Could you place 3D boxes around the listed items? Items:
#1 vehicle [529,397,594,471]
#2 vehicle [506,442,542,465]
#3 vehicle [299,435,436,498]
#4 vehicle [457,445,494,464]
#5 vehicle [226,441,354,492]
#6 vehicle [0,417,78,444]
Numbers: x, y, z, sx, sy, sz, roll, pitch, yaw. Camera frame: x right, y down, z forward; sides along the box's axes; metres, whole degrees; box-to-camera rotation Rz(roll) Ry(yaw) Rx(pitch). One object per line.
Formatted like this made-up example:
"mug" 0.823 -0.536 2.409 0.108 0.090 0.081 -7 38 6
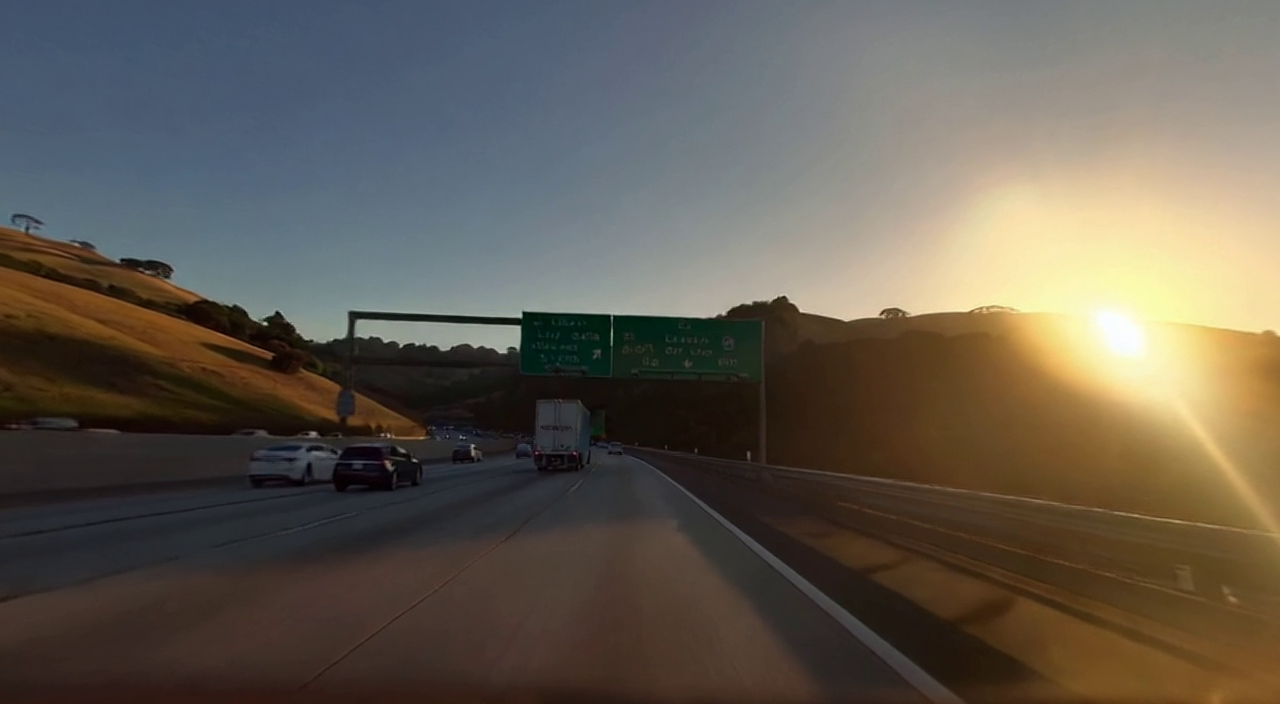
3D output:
"vehicle" -4.792 5.527 41.500 2.880 4.025 14.064 1 -9 -2
"vehicle" -9.108 8.016 49.745 2.128 1.658 4.443 1 -9 -2
"vehicle" -8.075 3.428 19.249 2.099 1.644 4.638 1 -9 0
"vehicle" -12.950 8.093 49.794 1.868 1.454 4.290 1 -9 -2
"vehicle" -11.513 3.777 21.066 1.908 1.491 4.048 0 -9 0
"vehicle" -43.485 5.679 45.215 1.993 1.844 4.660 1 -9 -3
